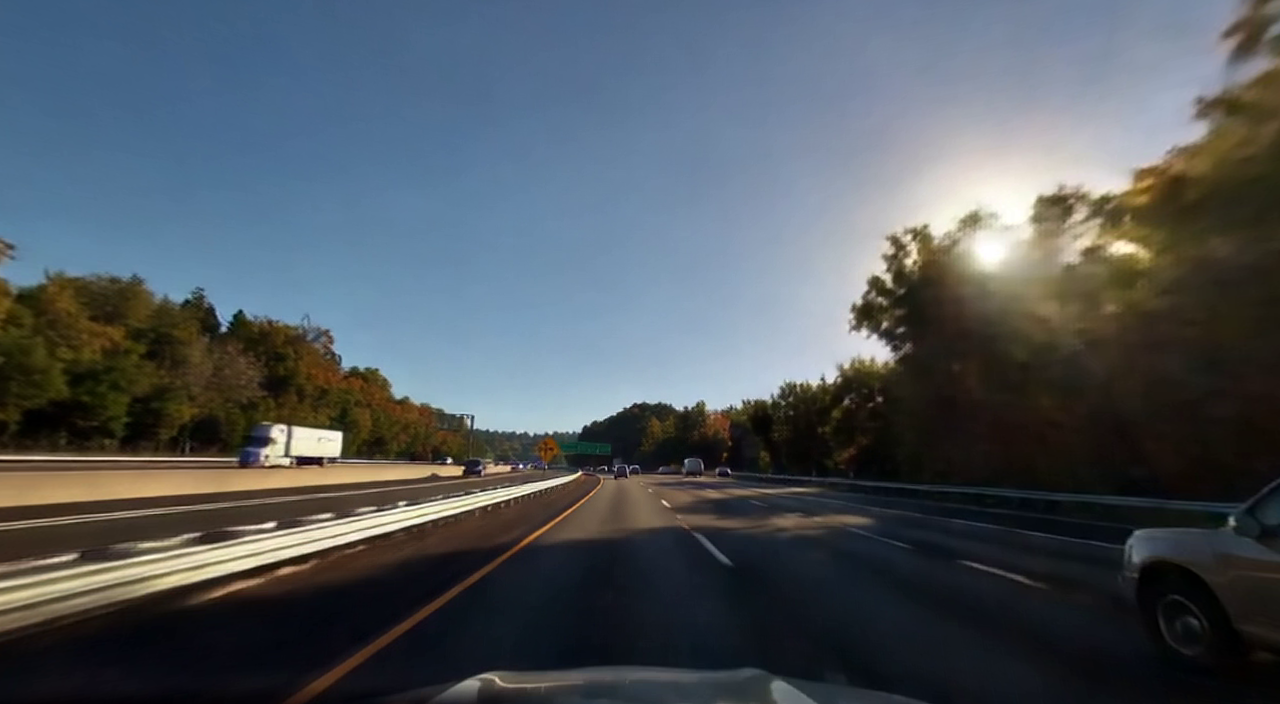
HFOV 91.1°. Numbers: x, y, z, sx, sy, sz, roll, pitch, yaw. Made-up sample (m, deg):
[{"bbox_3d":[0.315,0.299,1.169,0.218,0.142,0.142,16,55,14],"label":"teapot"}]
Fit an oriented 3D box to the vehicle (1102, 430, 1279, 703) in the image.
[{"bbox_3d":[4.127,0.938,1.877,1.965,1.502,4.599,1,-10,0],"label":"vehicle"}]
